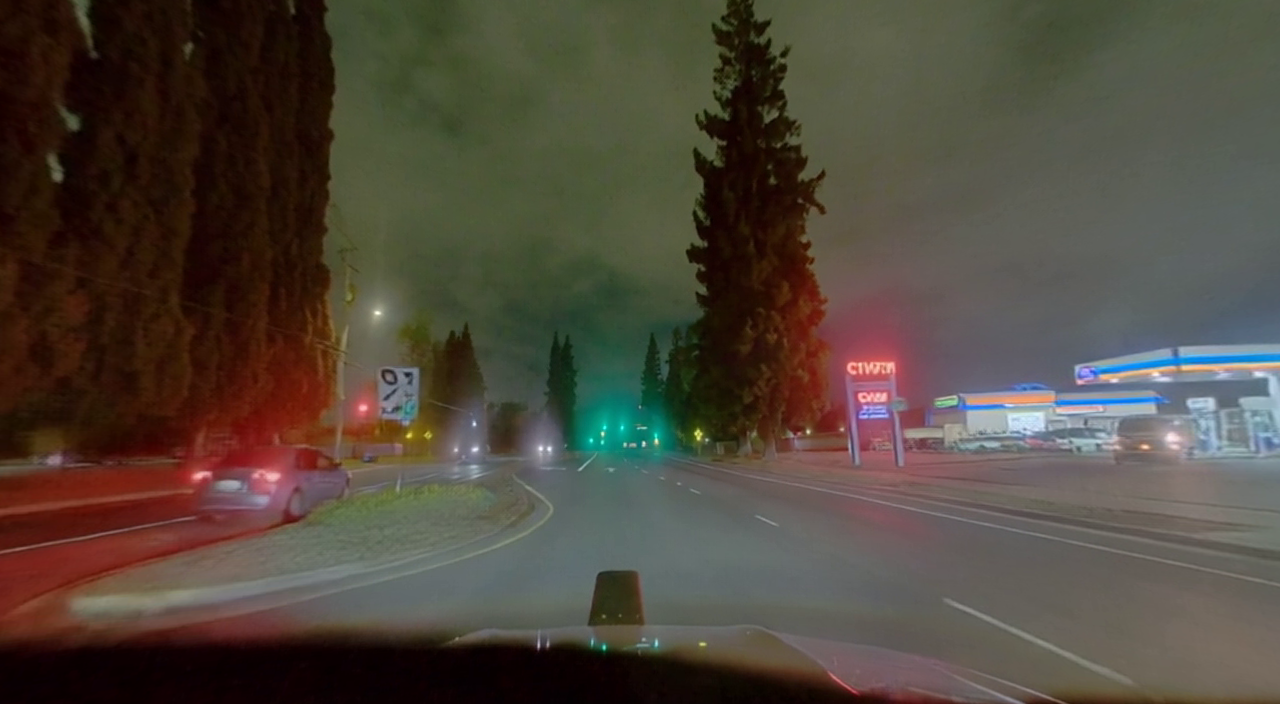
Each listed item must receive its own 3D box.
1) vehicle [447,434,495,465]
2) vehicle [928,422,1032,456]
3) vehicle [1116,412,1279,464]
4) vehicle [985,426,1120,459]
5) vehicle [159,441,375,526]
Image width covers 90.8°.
[{"bbox_3d":[-12.334,7.179,46.554,2.131,2.148,5.709,0,-9,-2],"label":"vehicle"},{"bbox_3d":[18.115,4.637,33.793,4.422,1.586,1.990,-2,-7,-3],"label":"vehicle"},{"bbox_3d":[19.260,2.887,21.146,4.868,1.610,2.223,0,-9,-1],"label":"vehicle"},{"bbox_3d":[18.805,4.145,28.952,4.800,1.459,2.051,1,-9,-4],"label":"vehicle"},{"bbox_3d":[-7.474,2.649,13.323,1.982,1.465,4.376,0,-9,-2],"label":"vehicle"}]
